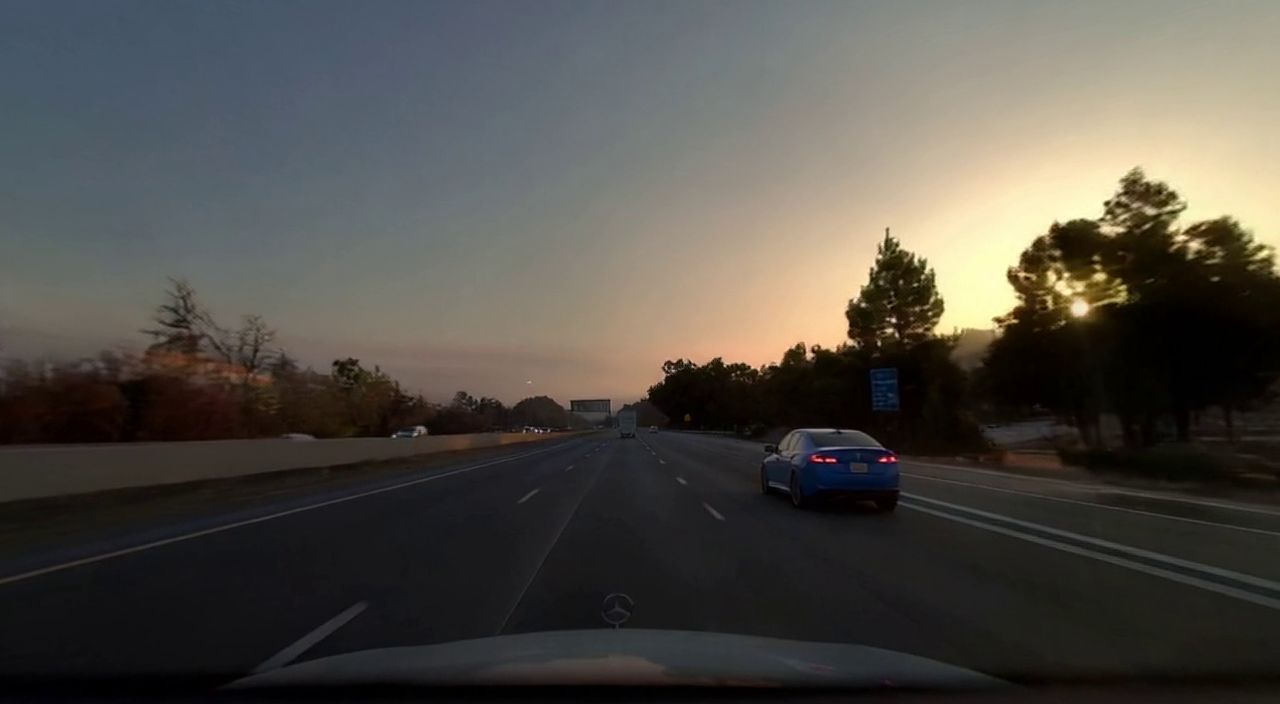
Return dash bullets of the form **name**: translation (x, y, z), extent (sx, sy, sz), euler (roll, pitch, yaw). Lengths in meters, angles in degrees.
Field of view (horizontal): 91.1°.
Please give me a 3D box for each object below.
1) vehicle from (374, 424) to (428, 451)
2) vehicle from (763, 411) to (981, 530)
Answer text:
- **vehicle**: translation (-17.434, 6.266, 46.111), extent (2.102, 1.837, 4.818), euler (0, -8, -1)
- **vehicle**: translation (3.475, 1.843, 10.366), extent (1.973, 1.563, 3.959), euler (0, -8, -2)
